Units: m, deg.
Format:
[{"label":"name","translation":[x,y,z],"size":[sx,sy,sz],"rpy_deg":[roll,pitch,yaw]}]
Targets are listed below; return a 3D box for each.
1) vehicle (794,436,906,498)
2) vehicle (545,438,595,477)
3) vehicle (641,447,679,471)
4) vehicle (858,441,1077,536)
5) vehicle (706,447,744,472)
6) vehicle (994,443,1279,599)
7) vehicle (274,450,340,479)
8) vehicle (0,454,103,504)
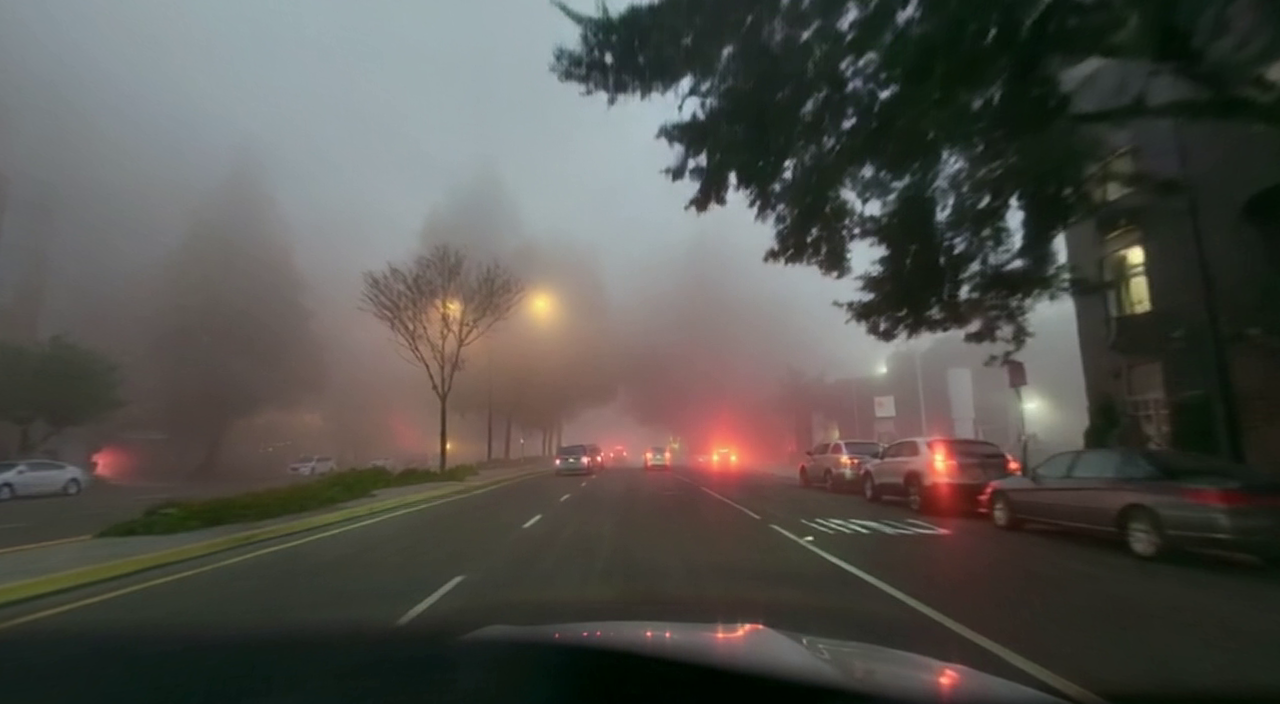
[{"label":"vehicle","translation":[6.917,3.813,21.399],"size":[2.216,1.847,4.321],"rpy_deg":[0,-8,-1]},{"label":"vehicle","translation":[-3.819,5.839,35.205],"size":[2.223,1.957,4.845],"rpy_deg":[0,-8,0]},{"label":"vehicle","translation":[1.336,7.396,43.920],"size":[2.201,1.589,3.843],"rpy_deg":[0,-8,-4]},{"label":"vehicle","translation":[7.108,2.969,14.522],"size":[2.320,1.764,4.731],"rpy_deg":[0,-8,-3]},{"label":"vehicle","translation":[6.188,7.864,46.462],"size":[2.164,1.727,3.955],"rpy_deg":[0,-8,-1]},{"label":"vehicle","translation":[7.042,1.970,8.354],"size":[2.269,1.506,4.152],"rpy_deg":[0,-8,0]},{"label":"vehicle","translation":[-22.425,7.562,42.803],"size":[1.996,1.767,4.613],"rpy_deg":[0,-8,-1]},{"label":"vehicle","translation":[-21.713,4.366,21.981],"size":[1.999,1.562,4.803],"rpy_deg":[0,-8,-3]}]
